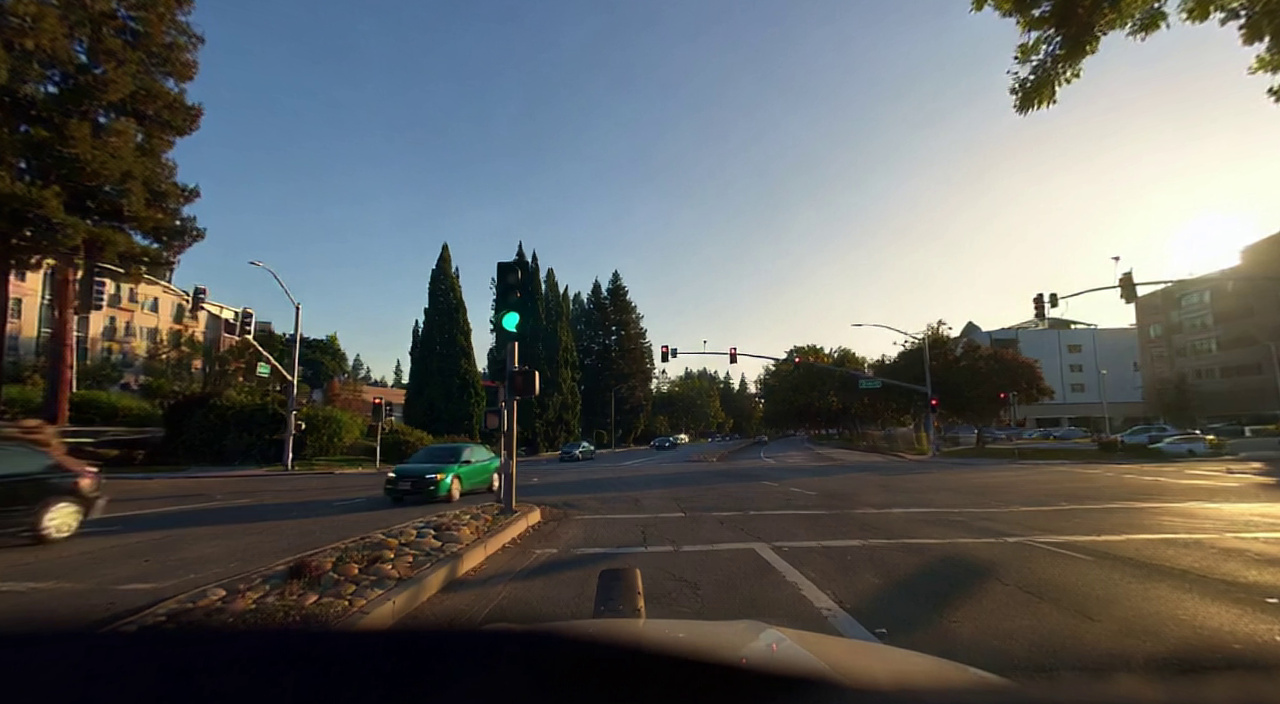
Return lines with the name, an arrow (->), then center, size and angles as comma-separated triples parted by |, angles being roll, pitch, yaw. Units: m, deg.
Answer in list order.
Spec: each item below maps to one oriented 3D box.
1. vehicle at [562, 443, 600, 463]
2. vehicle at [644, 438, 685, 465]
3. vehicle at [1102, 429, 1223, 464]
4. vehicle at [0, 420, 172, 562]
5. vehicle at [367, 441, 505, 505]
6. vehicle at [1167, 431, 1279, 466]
vehicle -> -4.485, 7.726, 48.441 | 1.877, 1.481, 3.853 | -2, -8, 11
vehicle -> 1.726, 6.774, 43.262 | 2.197, 1.739, 4.177 | -2, -8, 10
vehicle -> 25.910, 4.683, 31.365 | 4.441, 1.674, 2.035 | 1, -8, -8
vehicle -> -8.832, 1.743, 8.035 | 2.198, 1.703, 4.461 | 0, -8, 2
vehicle -> -5.286, 3.186, 17.135 | 2.016, 1.474, 4.634 | -1, -8, 3
vehicle -> 26.301, 4.247, 27.888 | 4.644, 1.470, 1.922 | 1, -8, -10
